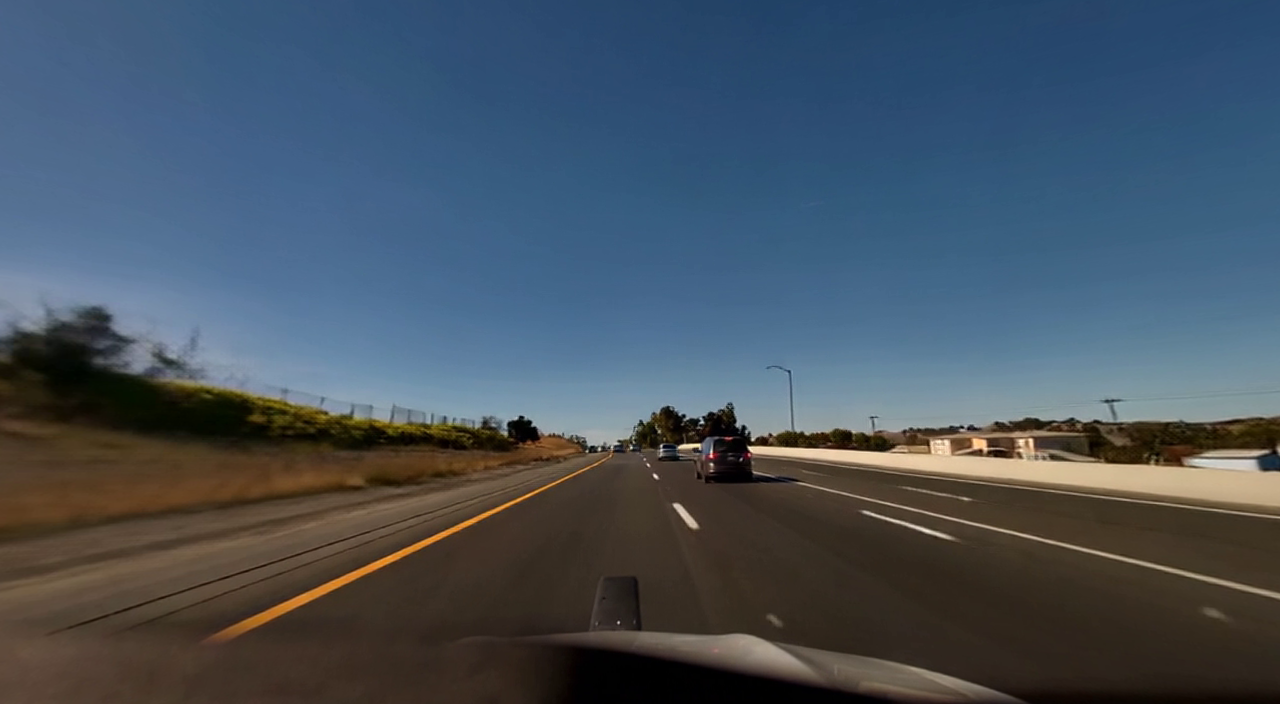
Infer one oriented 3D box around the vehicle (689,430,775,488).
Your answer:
[{"bbox_3d":[3.058,3.706,22.191,2.141,1.785,4.778,0,-8,-2],"label":"vehicle"}]
